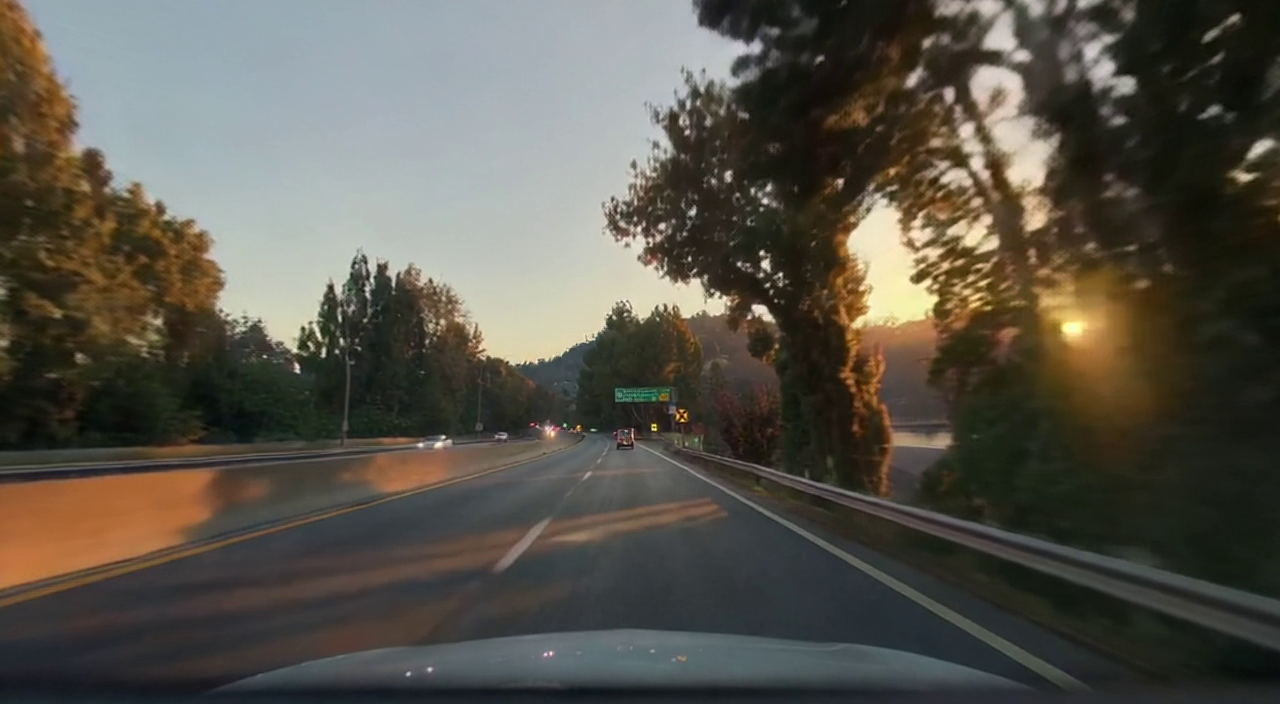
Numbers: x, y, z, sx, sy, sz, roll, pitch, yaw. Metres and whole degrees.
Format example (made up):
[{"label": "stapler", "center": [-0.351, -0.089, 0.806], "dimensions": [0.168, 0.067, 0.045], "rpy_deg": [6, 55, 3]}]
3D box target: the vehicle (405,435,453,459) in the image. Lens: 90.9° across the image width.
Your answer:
[{"label": "vehicle", "center": [-13.437, 6.020, 40.352], "dimensions": [1.853, 1.436, 3.706], "rpy_deg": [1, -8, -1]}]
